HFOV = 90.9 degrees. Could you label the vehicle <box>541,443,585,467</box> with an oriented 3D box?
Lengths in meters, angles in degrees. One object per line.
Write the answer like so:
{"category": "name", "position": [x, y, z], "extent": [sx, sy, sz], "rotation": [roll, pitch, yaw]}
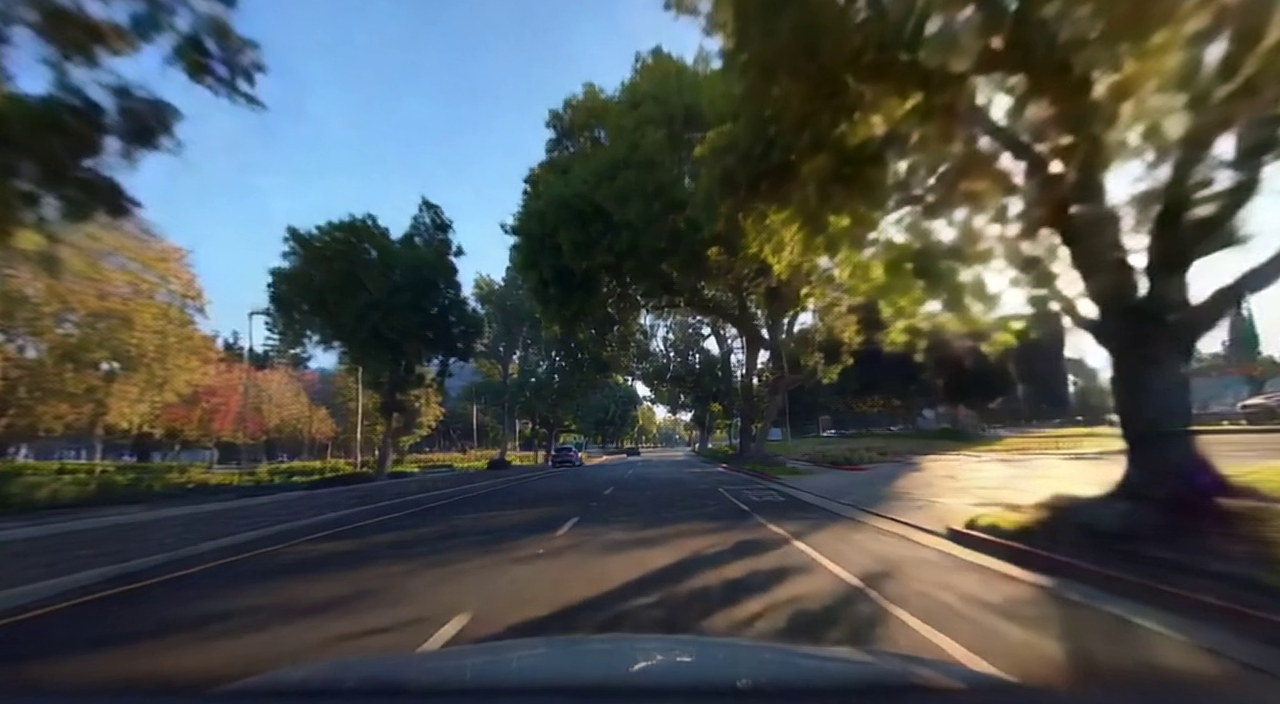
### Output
{"category": "vehicle", "position": [-4.976, 6.701, 41.219], "extent": [1.945, 1.461, 4.605], "rotation": [-1, -8, 4]}
